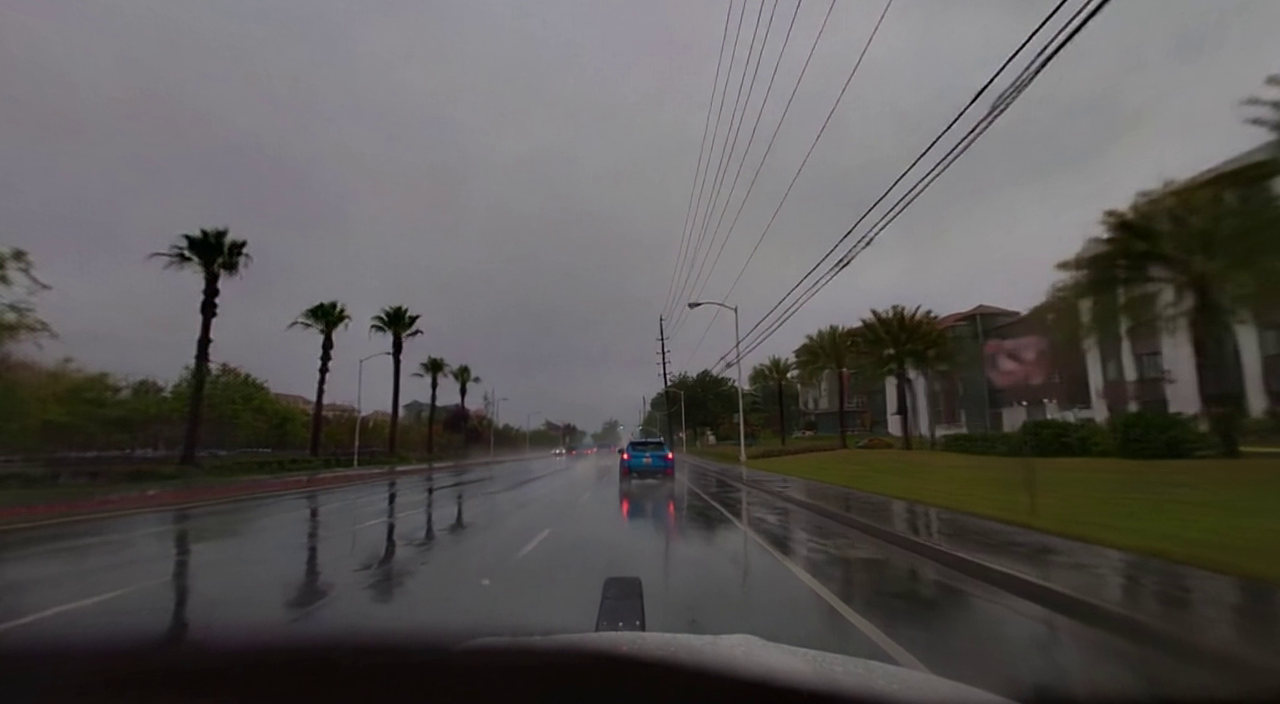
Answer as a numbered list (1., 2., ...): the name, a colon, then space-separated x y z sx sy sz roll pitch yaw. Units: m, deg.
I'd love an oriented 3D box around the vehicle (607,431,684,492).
1. vehicle: 0.147 3.466 20.224 2.198 1.706 4.166 0 -9 0
